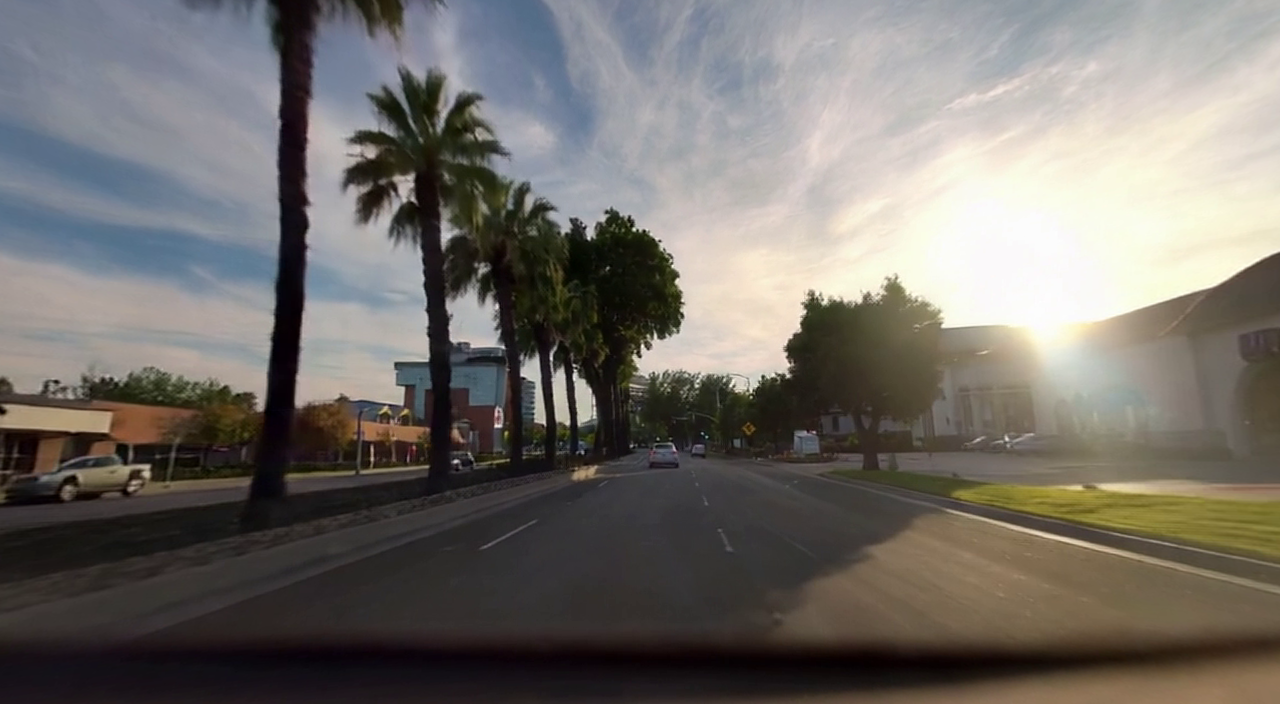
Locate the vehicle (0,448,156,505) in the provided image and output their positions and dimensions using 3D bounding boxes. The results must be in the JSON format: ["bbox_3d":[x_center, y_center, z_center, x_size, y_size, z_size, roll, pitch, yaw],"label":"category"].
[{"bbox_3d":[-21.819,4.717,24.438,2.294,1.935,4.783,0,-9,1],"label":"vehicle"}]

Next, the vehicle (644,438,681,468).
[{"bbox_3d":[1.421,6.231,39.030,2.147,1.745,4.648,-1,-9,3],"label":"vehicle"}]

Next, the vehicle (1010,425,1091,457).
[{"bbox_3d":[25.540,5.593,39.535,2.194,1.840,4.659,-1,-9,5],"label":"vehicle"}]
